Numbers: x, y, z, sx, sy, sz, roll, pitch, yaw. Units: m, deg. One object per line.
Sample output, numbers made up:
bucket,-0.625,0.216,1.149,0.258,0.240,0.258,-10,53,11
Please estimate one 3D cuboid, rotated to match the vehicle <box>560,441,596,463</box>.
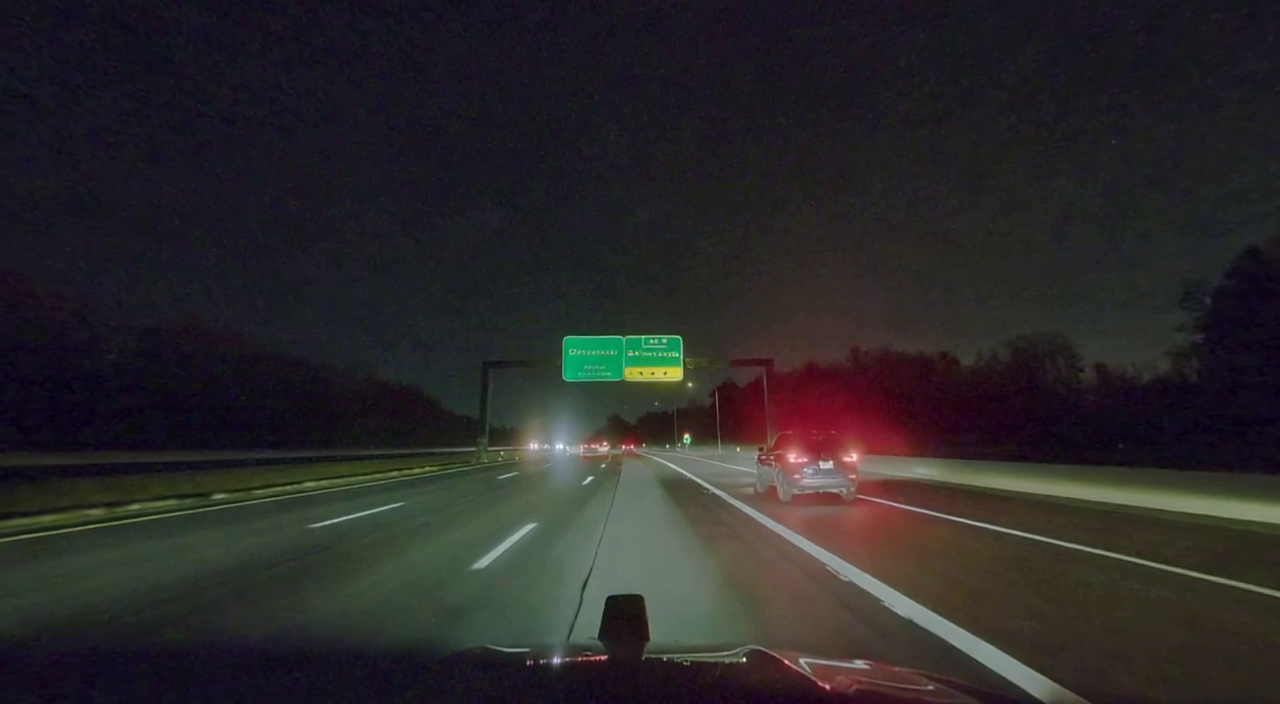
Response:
vehicle,-4.389,7.137,45.046,2.211,1.524,3.651,0,-8,0
